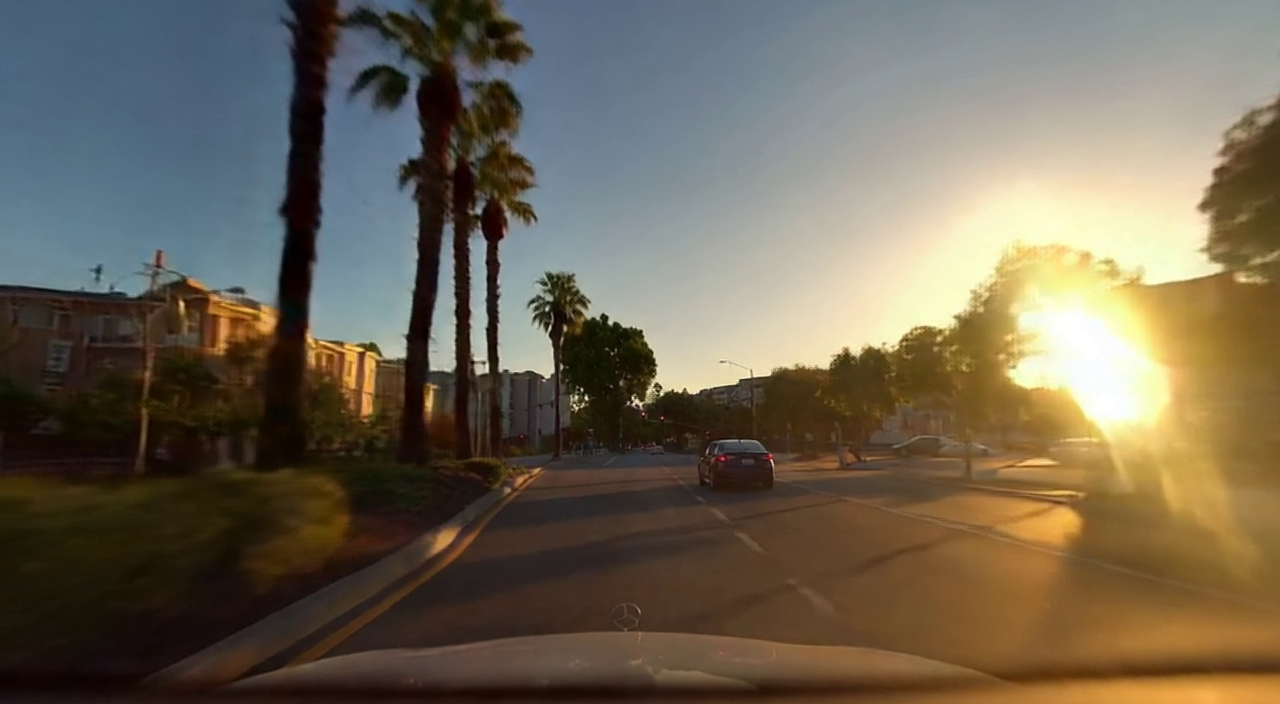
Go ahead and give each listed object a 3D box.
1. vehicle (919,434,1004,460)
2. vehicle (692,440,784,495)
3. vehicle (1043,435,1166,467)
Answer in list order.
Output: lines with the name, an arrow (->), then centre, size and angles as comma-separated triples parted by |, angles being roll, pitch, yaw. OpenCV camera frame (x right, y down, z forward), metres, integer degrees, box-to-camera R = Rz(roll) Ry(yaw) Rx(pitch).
vehicle -> 22.282, 6.597, 43.941 | 4.781, 1.600, 1.986 | -3, -8, 1
vehicle -> 2.798, 3.395, 19.023 | 1.964, 1.448, 4.295 | 0, -8, -2
vehicle -> 22.176, 4.740, 30.270 | 4.472, 1.451, 1.842 | 0, -8, -1
